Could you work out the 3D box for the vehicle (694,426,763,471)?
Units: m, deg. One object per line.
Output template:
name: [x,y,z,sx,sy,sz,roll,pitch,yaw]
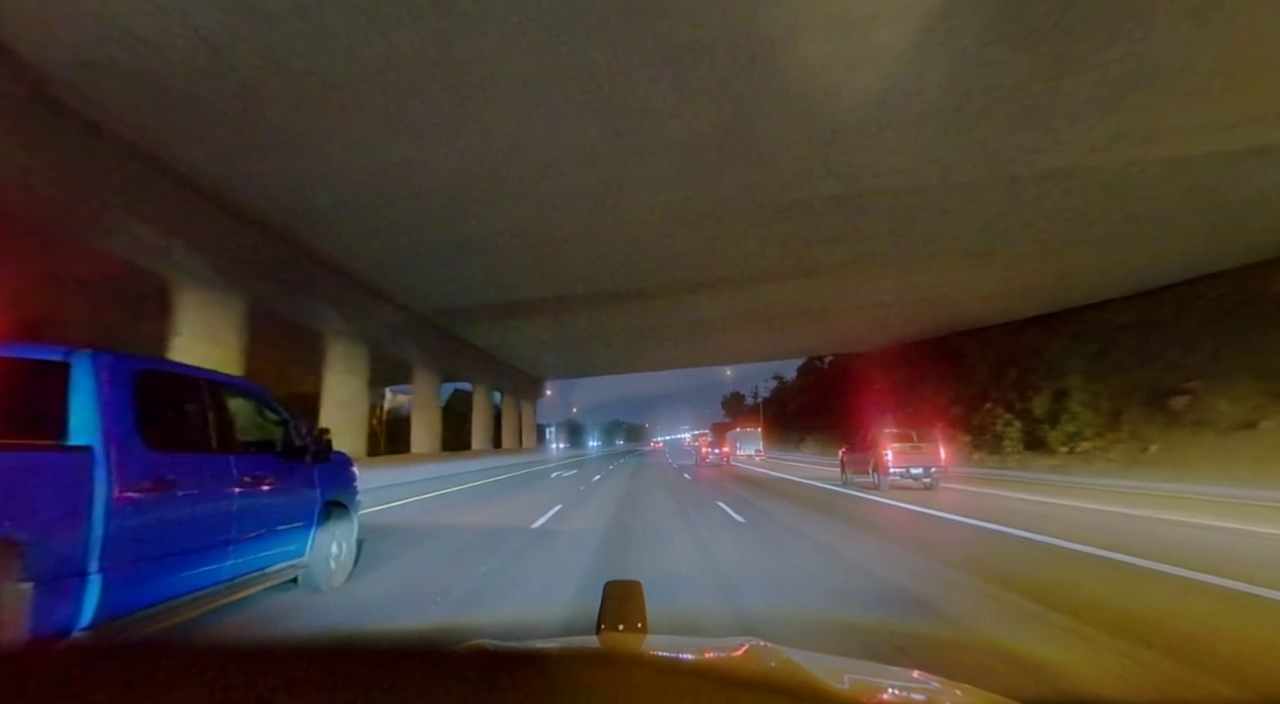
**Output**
vehicle: [4.248,4.777,31.350,2.505,2.020,5.532,0,-8,-1]
